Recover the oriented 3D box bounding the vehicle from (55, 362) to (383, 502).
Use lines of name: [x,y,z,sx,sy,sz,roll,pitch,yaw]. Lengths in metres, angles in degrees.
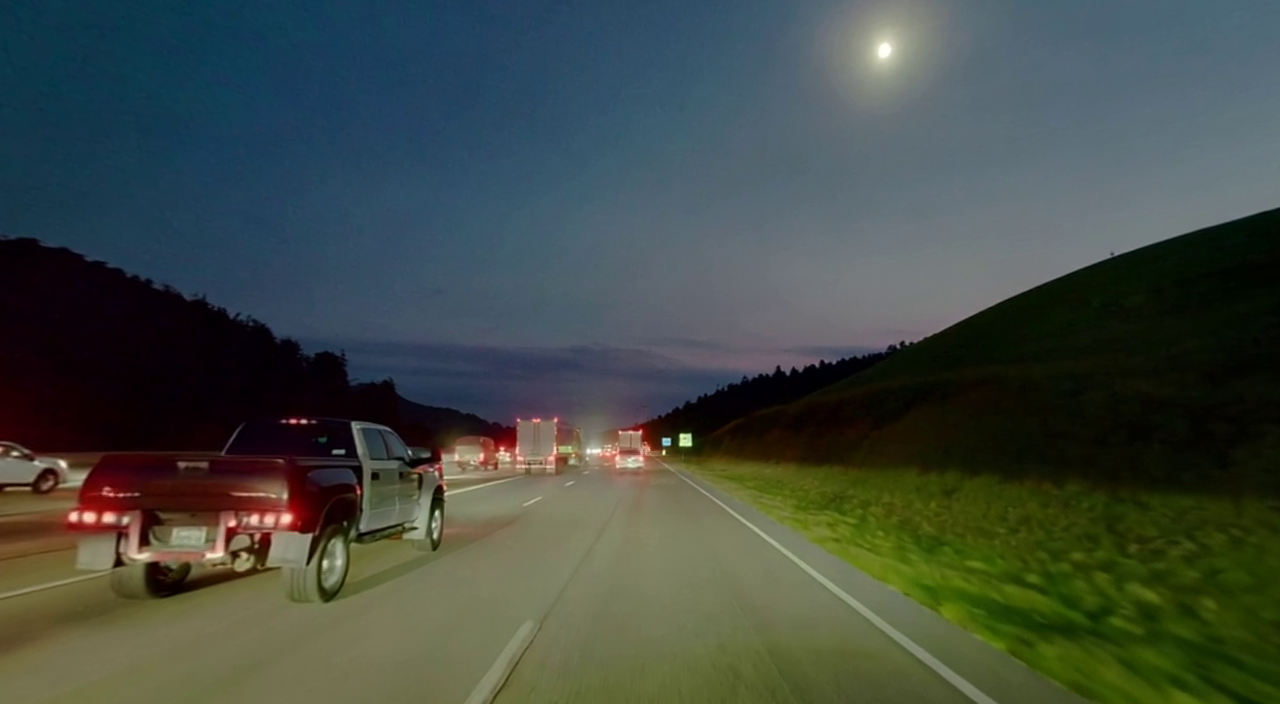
vehicle: [-13.380,2.979,22.282,2.745,3.617,11.590,-1,-9,5]
